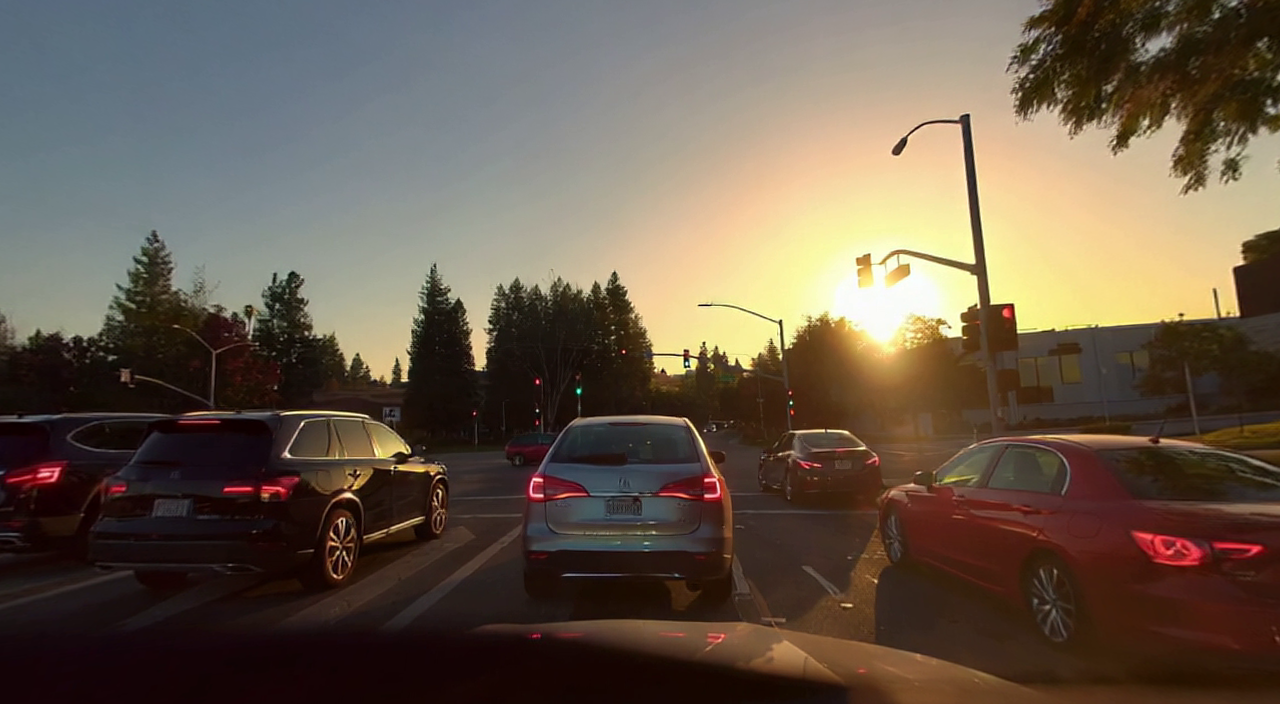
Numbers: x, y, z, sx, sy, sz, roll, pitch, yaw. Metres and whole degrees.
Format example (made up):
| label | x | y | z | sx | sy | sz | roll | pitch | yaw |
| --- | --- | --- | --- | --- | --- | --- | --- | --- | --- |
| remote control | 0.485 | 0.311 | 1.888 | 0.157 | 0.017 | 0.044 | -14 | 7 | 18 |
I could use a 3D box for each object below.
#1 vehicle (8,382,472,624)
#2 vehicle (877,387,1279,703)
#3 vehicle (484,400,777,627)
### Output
| label | x | y | z | sx | sy | sz | roll | pitch | yaw |
| --- | --- | --- | --- | --- | --- | --- | --- | --- | --- |
| vehicle | -3.550 | 1.421 | 6.862 | 2.014 | 1.755 | 4.360 | 0 | -8 | 3 |
| vehicle | 3.585 | 1.201 | 4.598 | 2.010 | 1.486 | 4.498 | 0 | -8 | 1 |
| vehicle | -0.044 | 1.401 | 6.304 | 2.047 | 1.579 | 3.642 | 0 | -8 | 1 |
